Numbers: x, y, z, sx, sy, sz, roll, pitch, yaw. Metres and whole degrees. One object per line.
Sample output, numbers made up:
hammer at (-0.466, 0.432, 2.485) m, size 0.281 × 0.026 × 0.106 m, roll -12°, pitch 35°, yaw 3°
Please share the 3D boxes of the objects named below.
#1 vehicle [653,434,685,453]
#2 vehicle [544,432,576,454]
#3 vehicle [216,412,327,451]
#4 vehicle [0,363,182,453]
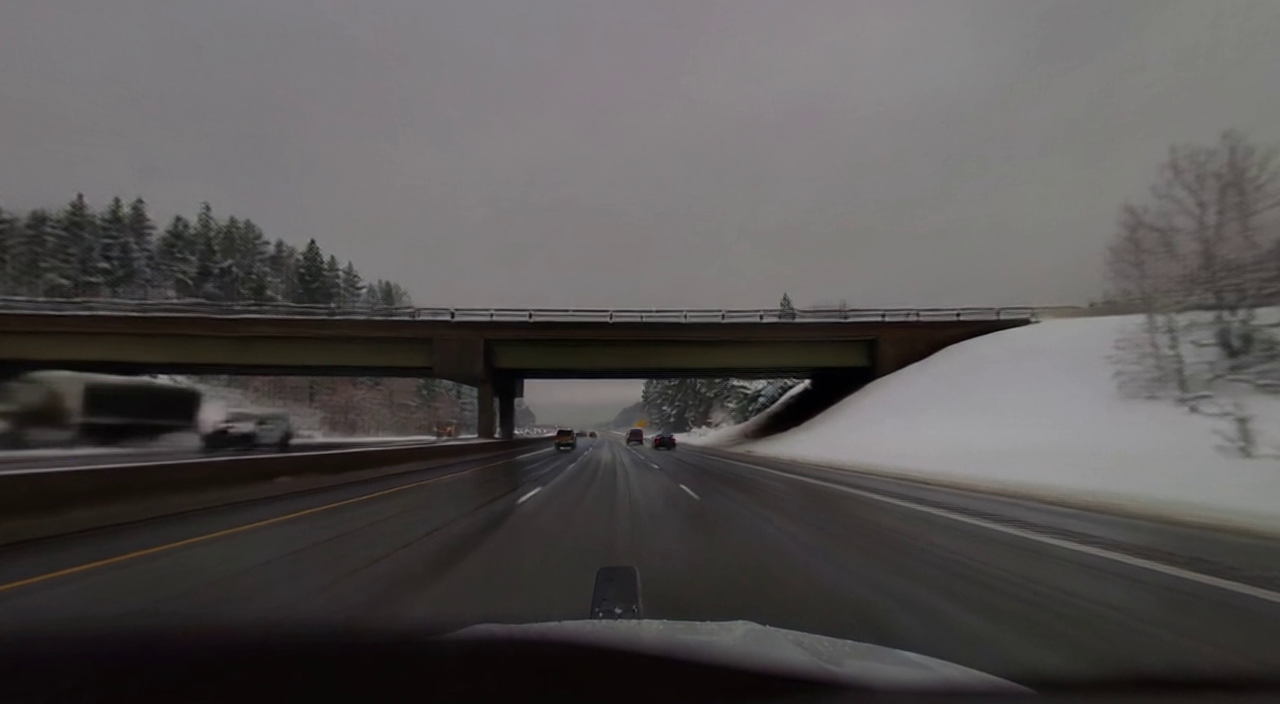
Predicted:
vehicle at (2.120, 6.820, 46.975) m, size 1.999 × 1.329 × 3.913 m, roll 1°, pitch -8°, yaw -3°
vehicle at (-5.700, 6.554, 45.409) m, size 1.966 × 1.460 × 3.519 m, roll 0°, pitch -8°, yaw -2°
vehicle at (-14.365, 3.155, 24.776) m, size 2.138 × 1.412 × 3.720 m, roll 0°, pitch -8°, yaw -1°
vehicle at (-21.957, 2.315, 24.277) m, size 2.834 × 2.938 × 7.747 m, roll 0°, pitch -8°, yaw -2°
